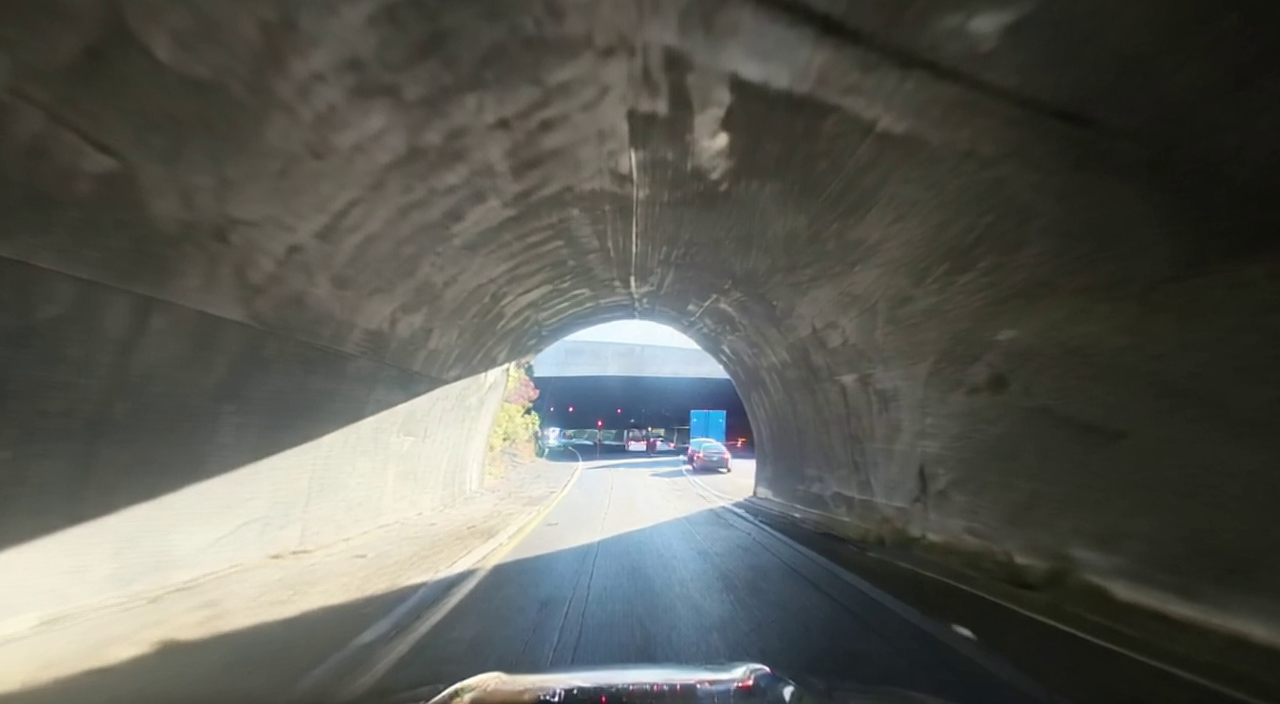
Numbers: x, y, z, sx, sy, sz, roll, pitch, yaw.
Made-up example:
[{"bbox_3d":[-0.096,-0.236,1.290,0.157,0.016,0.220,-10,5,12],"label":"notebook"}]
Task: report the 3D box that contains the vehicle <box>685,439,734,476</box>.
[{"bbox_3d":[2.976,4.553,27.346,1.947,1.475,3.962,-1,-8,5],"label":"vehicle"}]
